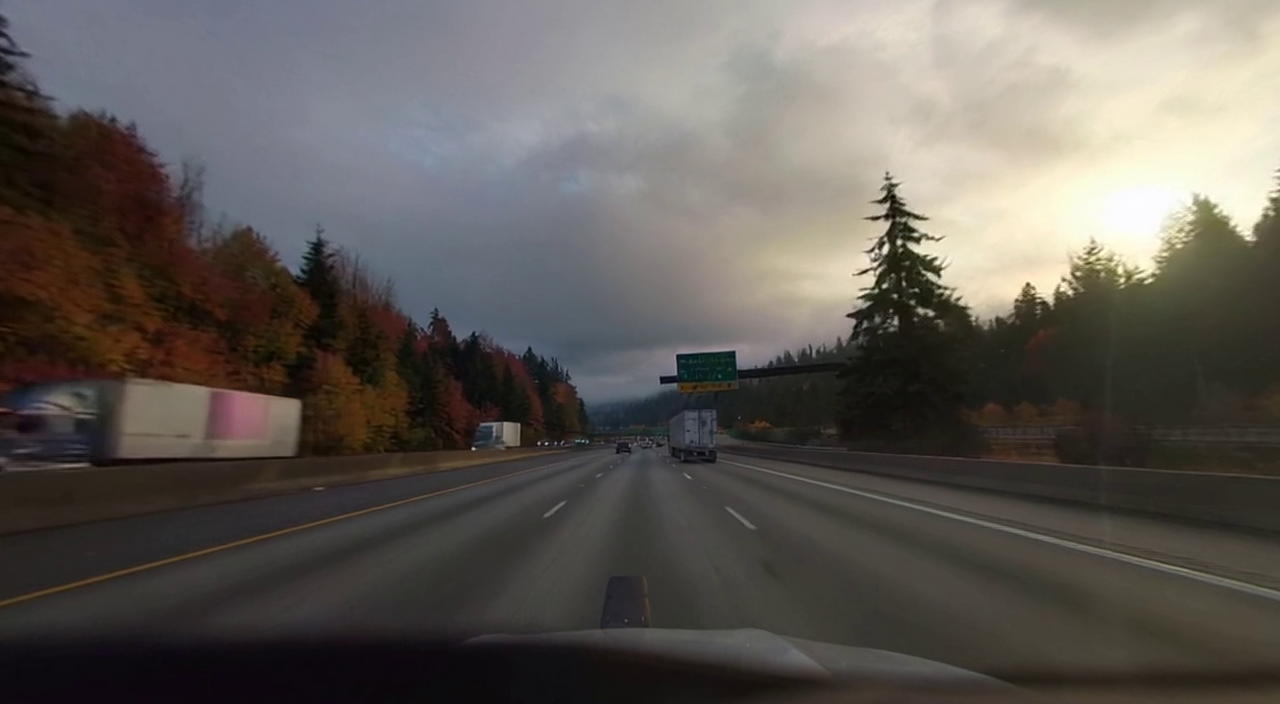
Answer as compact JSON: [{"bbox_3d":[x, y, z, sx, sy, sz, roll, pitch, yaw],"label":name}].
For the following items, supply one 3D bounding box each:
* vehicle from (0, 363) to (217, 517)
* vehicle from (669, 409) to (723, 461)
[{"bbox_3d":[-19.285,2.957,21.031,2.923,4.256,10.164,0,-8,1],"label":"vehicle"},{"bbox_3d":[3.867,6.071,45.647,2.932,3.425,7.941,0,-8,-2],"label":"vehicle"}]
